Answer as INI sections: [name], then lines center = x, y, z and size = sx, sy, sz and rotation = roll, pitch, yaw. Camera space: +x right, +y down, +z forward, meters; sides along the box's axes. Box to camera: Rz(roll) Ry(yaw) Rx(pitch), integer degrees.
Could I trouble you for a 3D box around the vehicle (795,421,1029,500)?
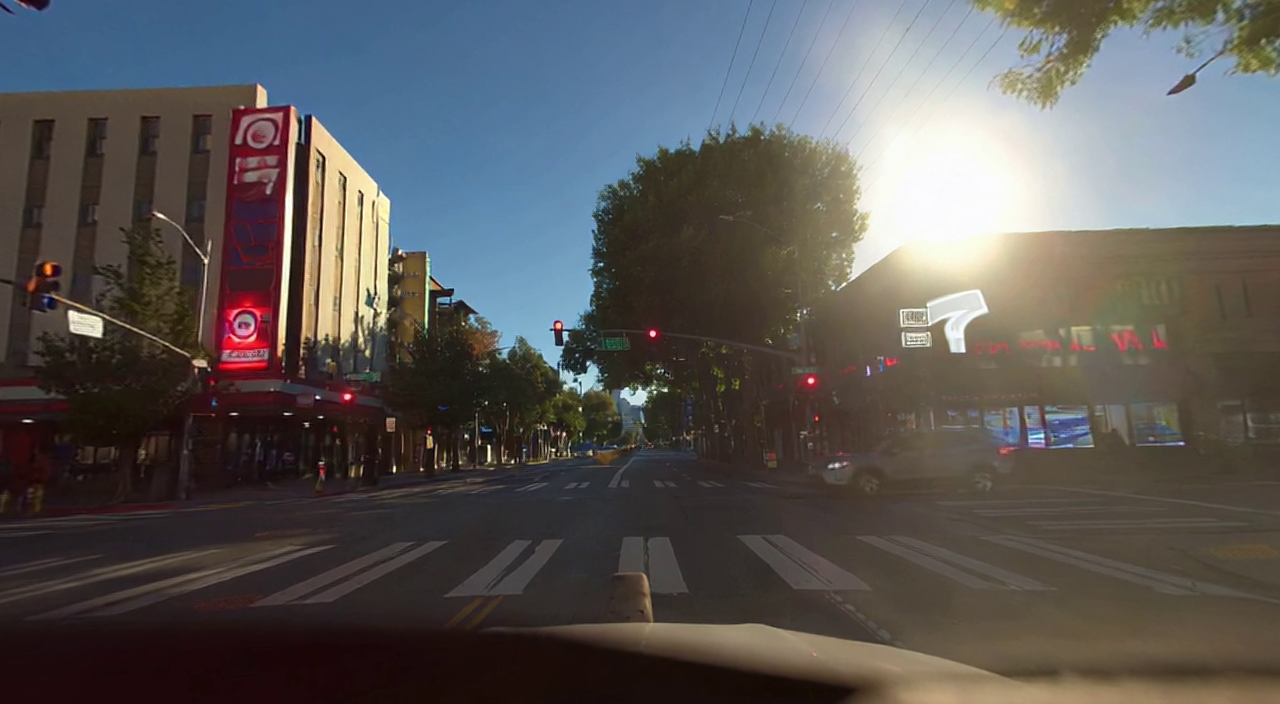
[vehicle]
center = 6.518, 2.658, 15.603
size = 4.836, 1.795, 1.957
rotation = 0, -8, 1
